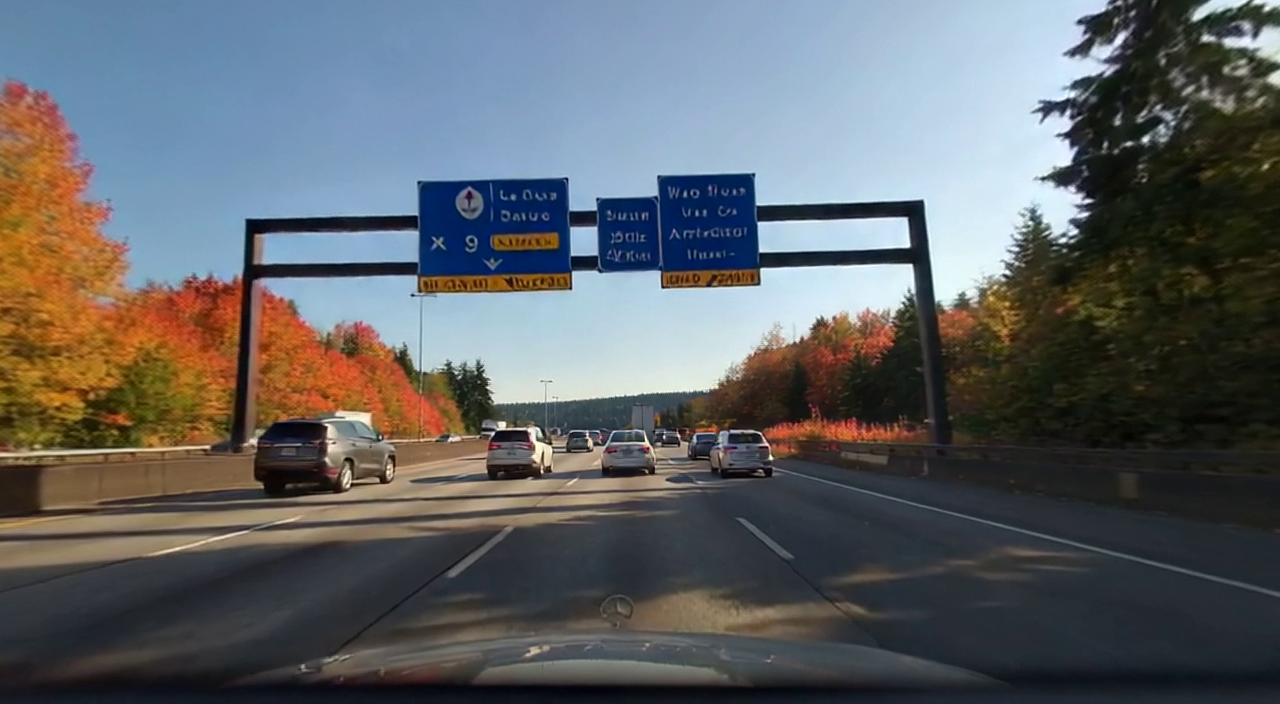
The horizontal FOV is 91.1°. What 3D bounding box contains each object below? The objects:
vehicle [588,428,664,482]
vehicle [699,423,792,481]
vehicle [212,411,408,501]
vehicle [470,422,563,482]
[{"bbox_3d":[-0.394,3.158,19.670,2.111,1.494,4.364,0,-8,0],"label":"vehicle"},{"bbox_3d":[3.235,3.153,20.226,2.095,1.650,4.331,0,-8,-2],"label":"vehicle"},{"bbox_3d":[-7.540,2.418,15.093,2.117,1.779,4.745,0,-8,0],"label":"vehicle"},{"bbox_3d":[-3.785,3.130,20.042,2.064,1.672,4.277,0,-8,0],"label":"vehicle"}]
